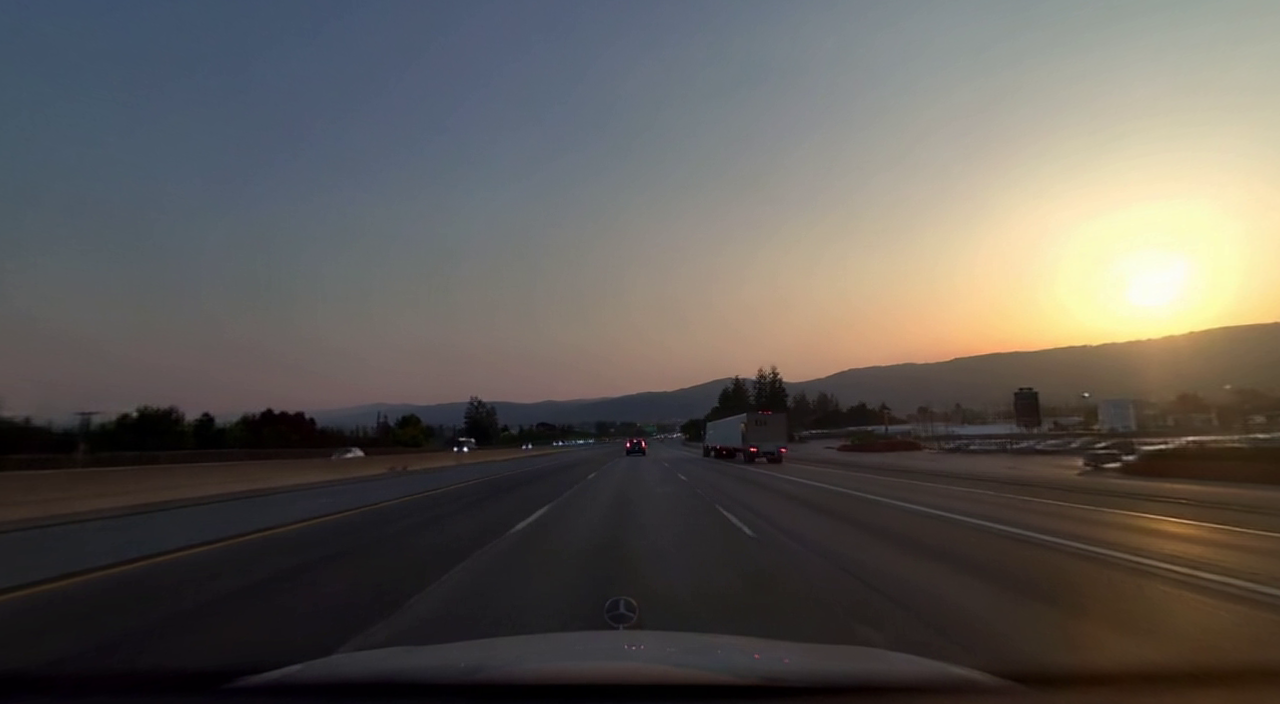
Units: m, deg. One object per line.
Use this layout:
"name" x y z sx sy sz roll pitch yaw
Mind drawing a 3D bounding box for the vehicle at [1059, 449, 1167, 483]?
"vehicle" 33.577 8.091 45.208 2.586 2.046 6.710 -3 -8 1

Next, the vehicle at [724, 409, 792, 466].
"vehicle" 7.198 5.392 39.575 2.793 3.204 7.997 0 -8 1
